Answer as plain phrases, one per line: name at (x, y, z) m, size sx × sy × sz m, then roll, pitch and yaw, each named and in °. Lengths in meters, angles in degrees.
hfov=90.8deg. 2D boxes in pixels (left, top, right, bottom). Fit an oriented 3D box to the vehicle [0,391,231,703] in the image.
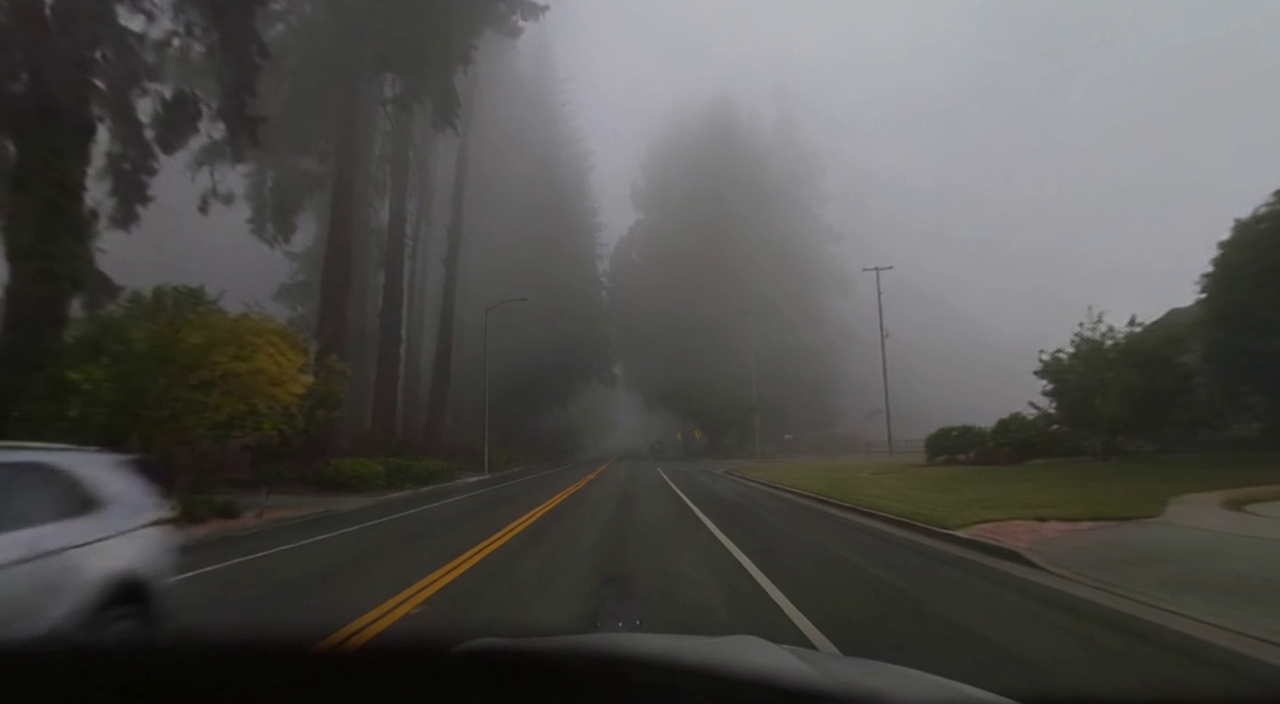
vehicle at (-3.844, 0.893, 1.957) m, size 2.208 × 1.663 × 4.326 m, roll 0°, pitch -9°, yaw 0°
